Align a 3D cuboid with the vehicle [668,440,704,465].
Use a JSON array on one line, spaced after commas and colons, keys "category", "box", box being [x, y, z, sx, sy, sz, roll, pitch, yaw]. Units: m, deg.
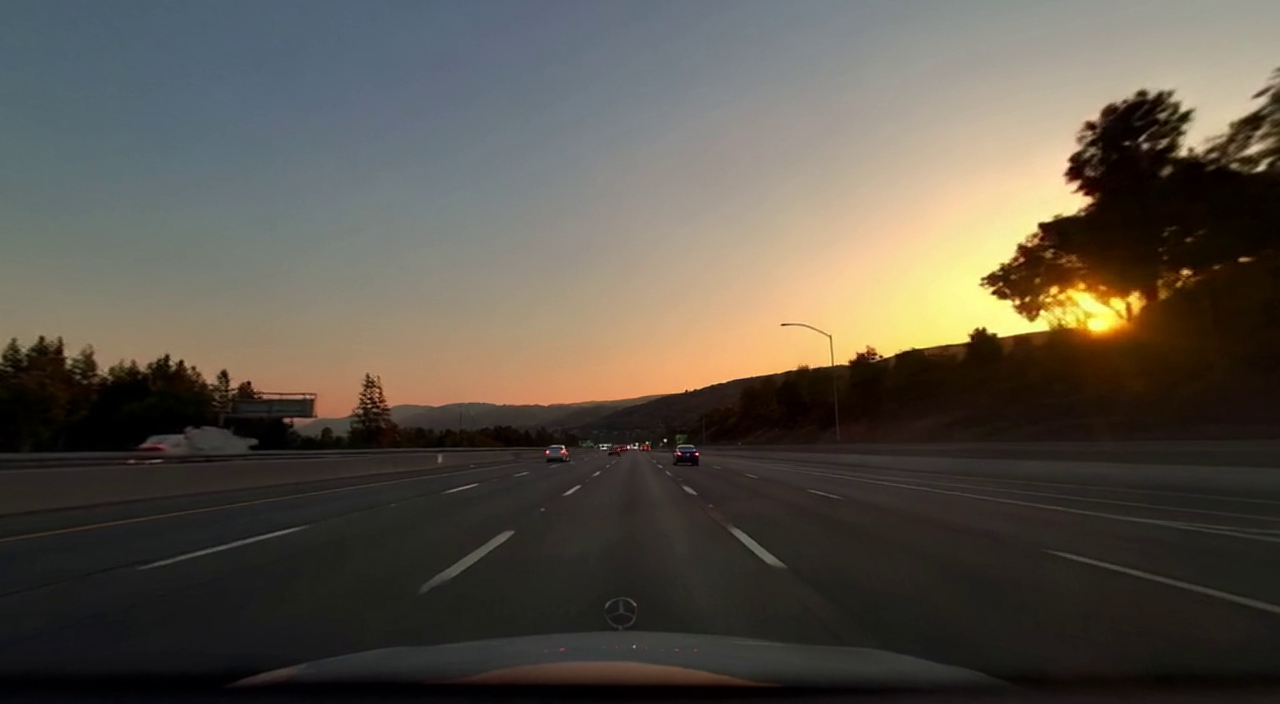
[{"category": "vehicle", "box": [3.424, 7.643, 48.006, 2.166, 1.770, 4.703, 0, -9, -2]}]
